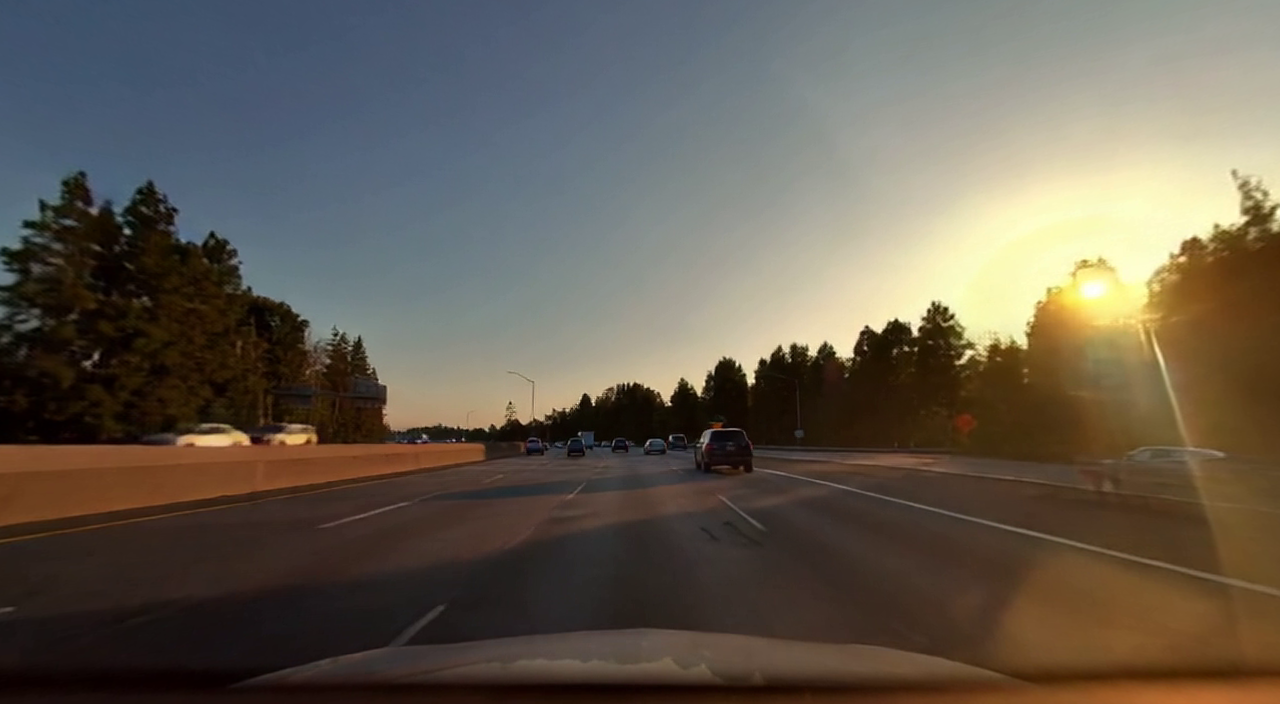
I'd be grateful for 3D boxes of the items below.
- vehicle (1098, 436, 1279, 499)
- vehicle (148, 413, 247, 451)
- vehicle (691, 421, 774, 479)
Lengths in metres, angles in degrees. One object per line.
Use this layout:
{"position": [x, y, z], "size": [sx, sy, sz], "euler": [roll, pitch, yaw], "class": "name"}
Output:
{"position": [16.411, 3.292, 18.547], "size": [2.033, 1.580, 4.752], "euler": [1, -8, -5], "class": "vehicle"}
{"position": [-20.992, 3.864, 30.153], "size": [1.834, 1.656, 4.050], "euler": [0, -8, -2], "class": "vehicle"}
{"position": [3.122, 3.433, 22.234], "size": [2.043, 1.795, 4.347], "euler": [0, -8, -3], "class": "vehicle"}
